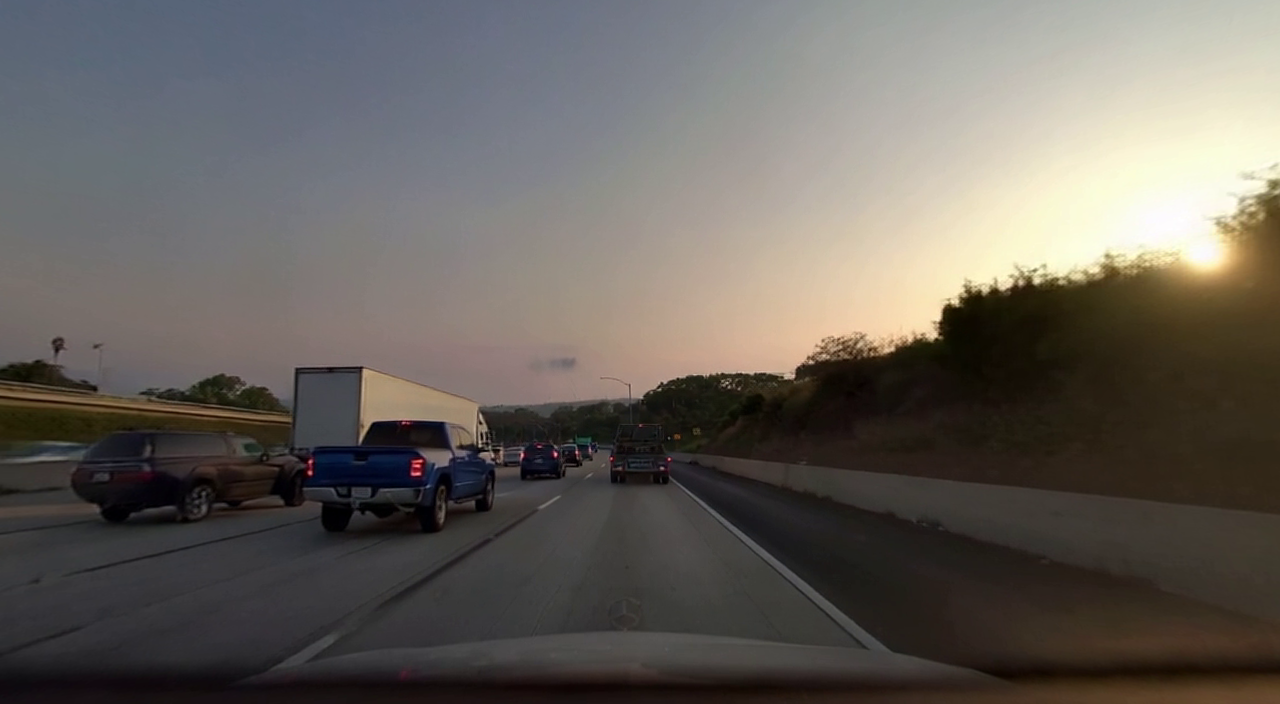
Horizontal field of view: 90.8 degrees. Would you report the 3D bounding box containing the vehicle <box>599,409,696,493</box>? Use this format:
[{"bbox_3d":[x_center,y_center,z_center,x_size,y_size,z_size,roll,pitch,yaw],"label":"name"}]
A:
[{"bbox_3d":[0.114,3.529,22.779,2.886,2.471,7.692,0,-9,-2],"label":"vehicle"}]

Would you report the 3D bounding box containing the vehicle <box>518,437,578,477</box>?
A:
[{"bbox_3d":[-4.655,5.399,32.773,2.329,1.859,4.823,0,-9,0],"label":"vehicle"}]

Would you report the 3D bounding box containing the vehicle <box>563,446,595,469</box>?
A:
[{"bbox_3d":[-4.229,7.353,44.097,1.948,1.494,4.157,0,-9,-2],"label":"vehicle"}]

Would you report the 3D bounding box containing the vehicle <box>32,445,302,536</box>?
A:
[{"bbox_3d":[-8.631,2.515,12.121,1.893,1.409,4.154,-1,-9,1],"label":"vehicle"}]

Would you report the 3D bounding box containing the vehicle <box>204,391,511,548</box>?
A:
[{"bbox_3d":[-4.165,1.915,10.908,2.575,1.958,5.730,0,-9,1],"label":"vehicle"}]
